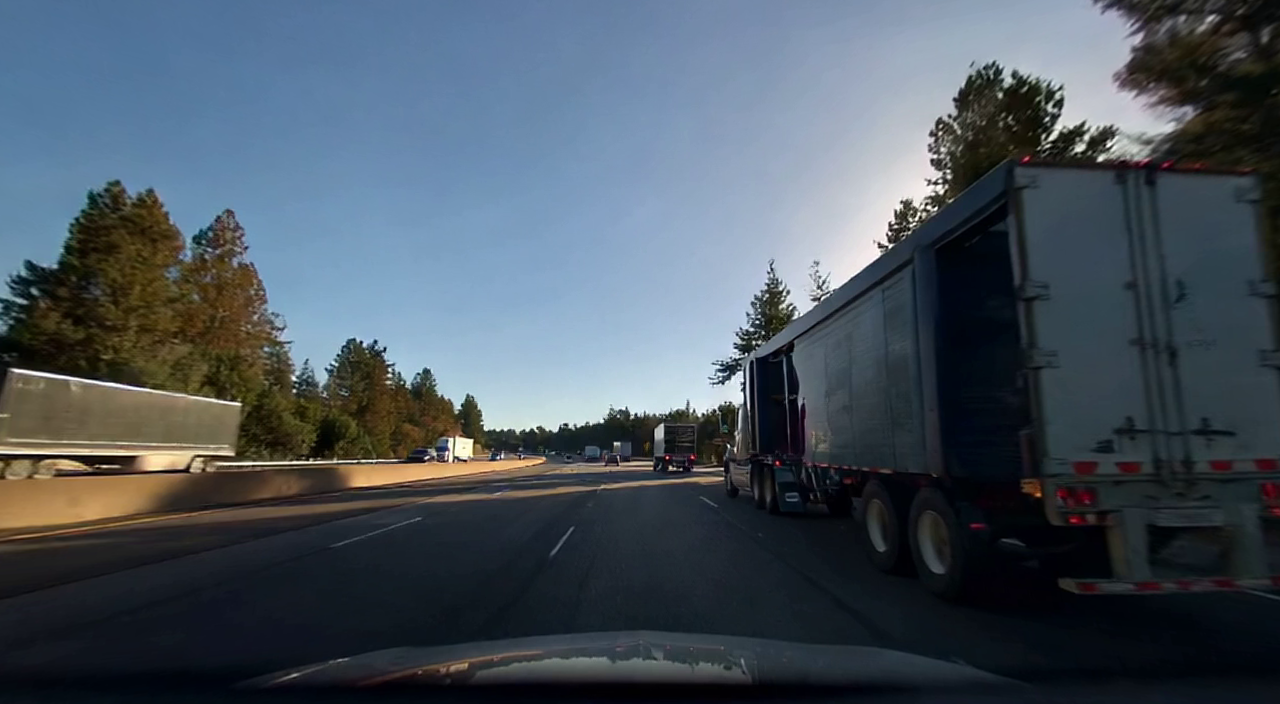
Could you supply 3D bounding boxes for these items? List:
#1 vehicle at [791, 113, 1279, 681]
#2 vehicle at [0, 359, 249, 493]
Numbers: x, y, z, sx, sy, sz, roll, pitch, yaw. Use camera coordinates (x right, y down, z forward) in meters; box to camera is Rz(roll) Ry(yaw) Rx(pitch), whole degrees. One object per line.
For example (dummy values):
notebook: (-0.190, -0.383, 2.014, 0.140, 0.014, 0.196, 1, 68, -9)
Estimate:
vehicle: (4.319, 0.738, 7.877, 2.832, 3.839, 7.263, 0, -9, -1)
vehicle: (-21.030, 3.088, 24.402, 2.921, 4.005, 14.421, 0, -9, -2)
